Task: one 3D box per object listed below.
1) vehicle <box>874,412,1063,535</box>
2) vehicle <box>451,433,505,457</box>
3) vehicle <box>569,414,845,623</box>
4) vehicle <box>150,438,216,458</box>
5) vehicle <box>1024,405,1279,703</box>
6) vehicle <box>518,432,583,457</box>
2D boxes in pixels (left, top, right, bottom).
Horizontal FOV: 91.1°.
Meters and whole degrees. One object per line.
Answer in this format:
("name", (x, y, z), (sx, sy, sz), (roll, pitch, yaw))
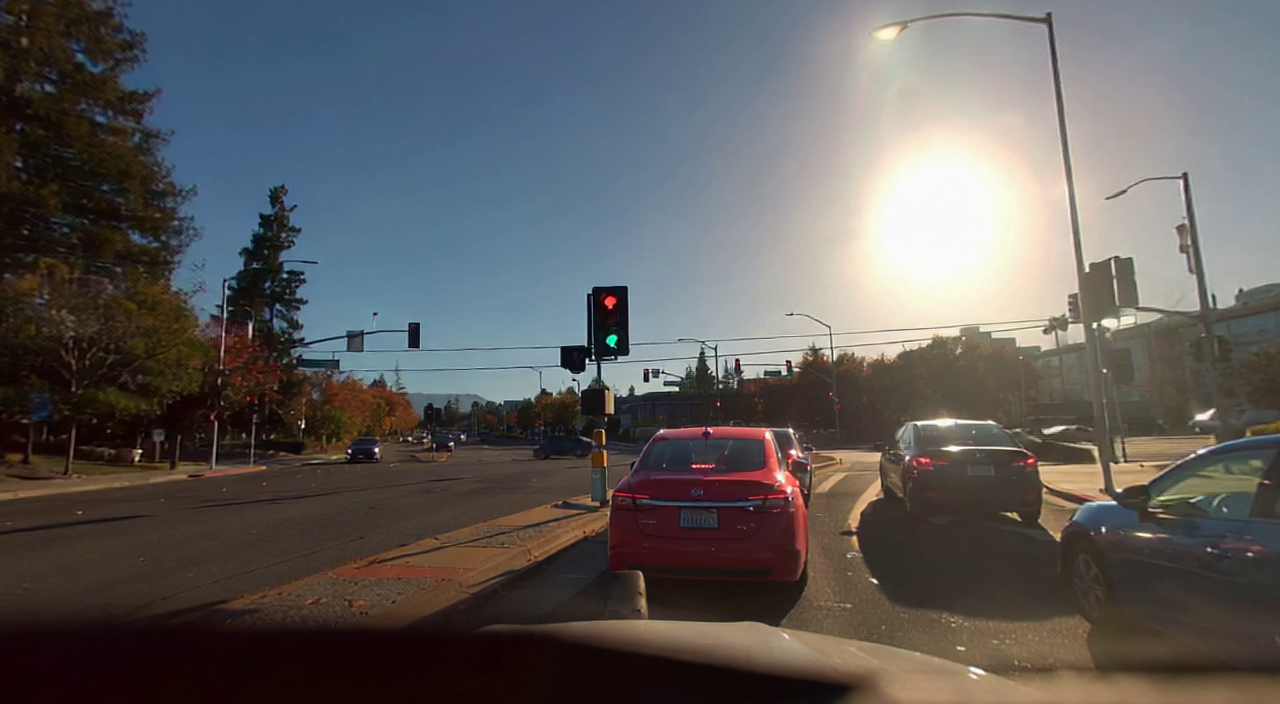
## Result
("vehicle", (5.538, 2.053, 11.286), (2.102, 1.717, 4.373), (-2, -9, 16))
("vehicle", (-12.452, 7.120, 48.195), (1.972, 1.705, 4.457), (8, -11, -44))
("vehicle", (0.857, 1.500, 6.685), (2.052, 1.483, 3.928), (-2, -8, 12))
("vehicle", (-35.375, 7.438, 48.643), (1.652, 1.433, 3.733), (-7, -11, 40))
("vehicle", (4.251, 1.060, 3.375), (1.954, 1.508, 4.441), (-1, -8, 6))
("vehicle", (-5.961, 6.104, 41.536), (1.932, 1.573, 4.509), (8, -12, -44))
